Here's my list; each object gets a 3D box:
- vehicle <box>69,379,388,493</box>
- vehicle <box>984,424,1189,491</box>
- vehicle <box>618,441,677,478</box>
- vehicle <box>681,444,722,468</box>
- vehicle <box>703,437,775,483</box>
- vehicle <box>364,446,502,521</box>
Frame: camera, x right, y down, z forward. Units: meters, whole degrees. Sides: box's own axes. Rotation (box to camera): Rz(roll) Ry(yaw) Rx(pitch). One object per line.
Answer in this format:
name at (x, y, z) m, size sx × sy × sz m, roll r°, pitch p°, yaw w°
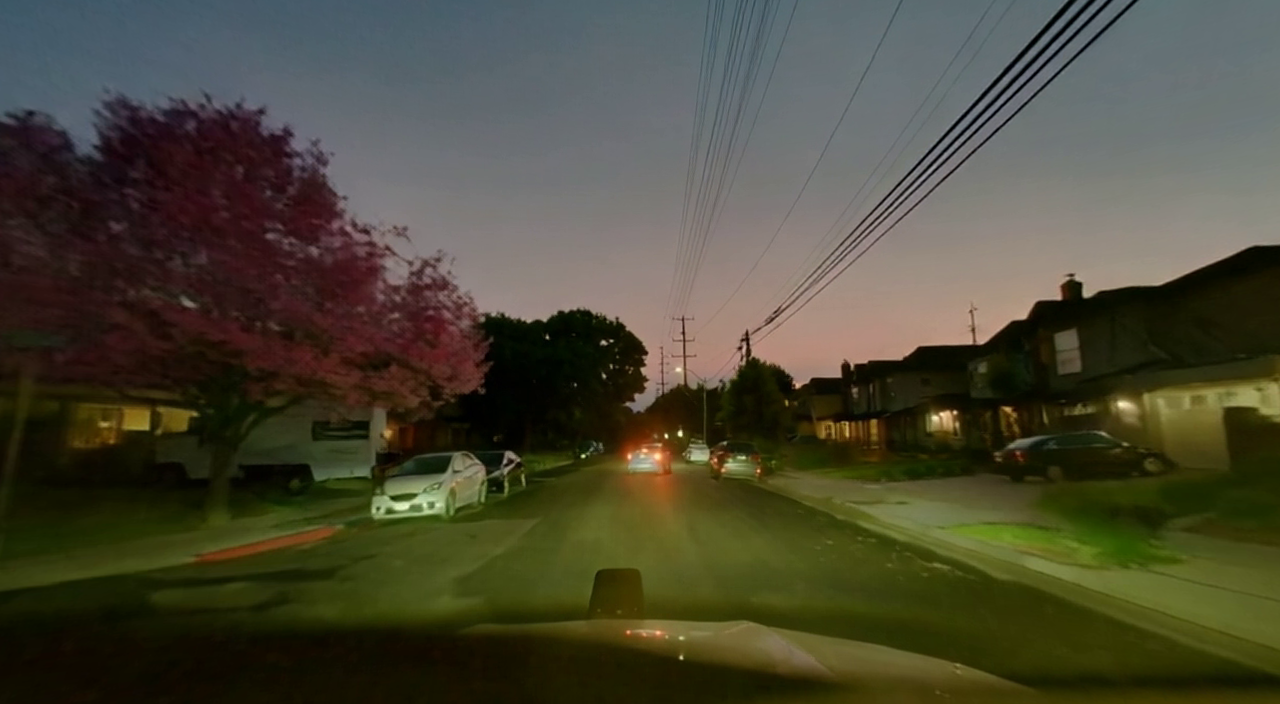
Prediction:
vehicle at (-13.047, 2.754, 20.659) m, size 8.239 × 3.354 × 2.902 m, roll 1°, pitch -9°, yaw 1°
vehicle at (12.346, 2.932, 17.729) m, size 4.186 × 1.748 × 1.992 m, roll 0°, pitch -8°, yaw 1°
vehicle at (0.432, 4.574, 27.246) m, size 2.075 × 1.449 × 4.526 m, roll -1°, pitch -9°, yaw 7°
vehicle at (3.961, 6.787, 41.545) m, size 2.006 × 1.489 × 4.753 m, roll 0°, pitch -8°, yaw -2°
vehicle at (3.832, 4.267, 25.264) m, size 2.103 × 1.679 × 4.386 m, roll 0°, pitch -9°, yaw -1°
vehicle at (-4.849, 3.099, 15.539) m, size 1.874 × 1.413 × 4.442 m, roll 0°, pitch -7°, yaw 0°
